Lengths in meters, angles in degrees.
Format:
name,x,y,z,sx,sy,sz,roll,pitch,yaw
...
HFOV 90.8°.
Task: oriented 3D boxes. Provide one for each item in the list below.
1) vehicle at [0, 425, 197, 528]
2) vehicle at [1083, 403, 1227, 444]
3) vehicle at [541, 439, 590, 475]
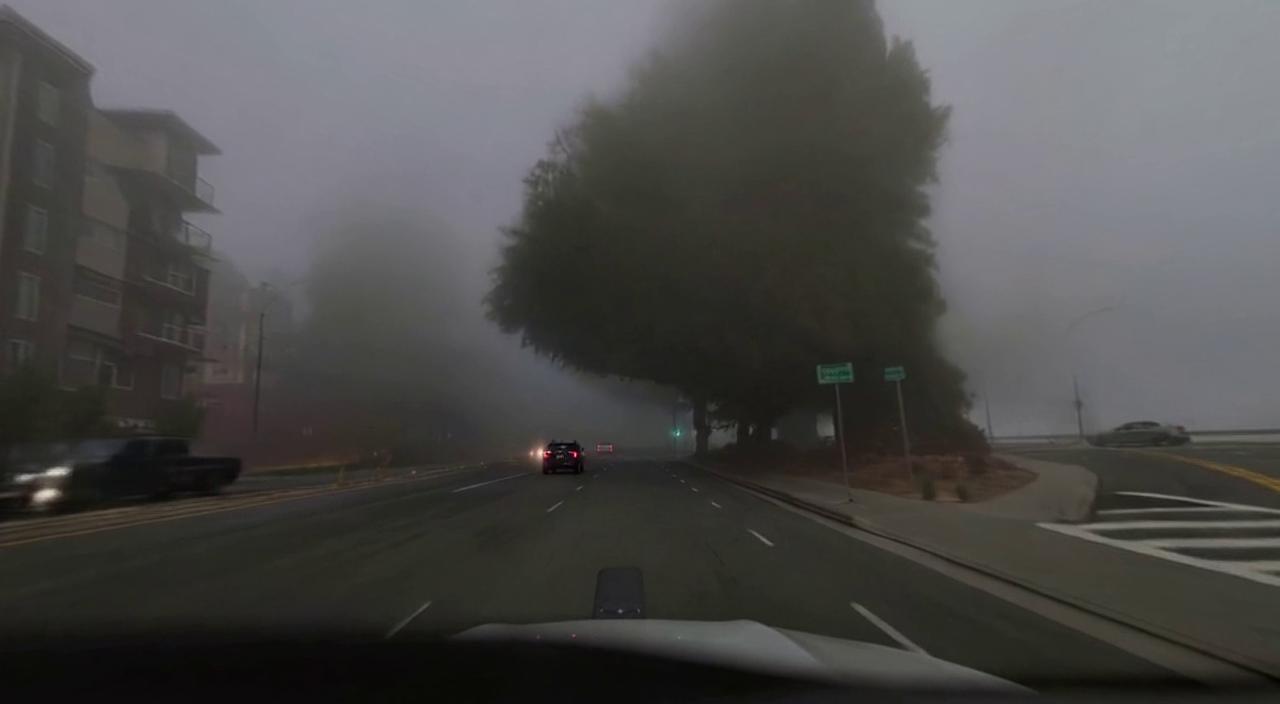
name,x,y,z,sx,sy,sz,roll,pitch,yaw
vehicle,-12.217,2.557,13.560,2.071,1.817,4.634,0,-8,-1
vehicle,25.069,3.618,31.160,2.195,1.814,5.872,0,-8,1
vehicle,-3.806,5.429,32.906,1.959,1.741,4.141,0,-8,1
